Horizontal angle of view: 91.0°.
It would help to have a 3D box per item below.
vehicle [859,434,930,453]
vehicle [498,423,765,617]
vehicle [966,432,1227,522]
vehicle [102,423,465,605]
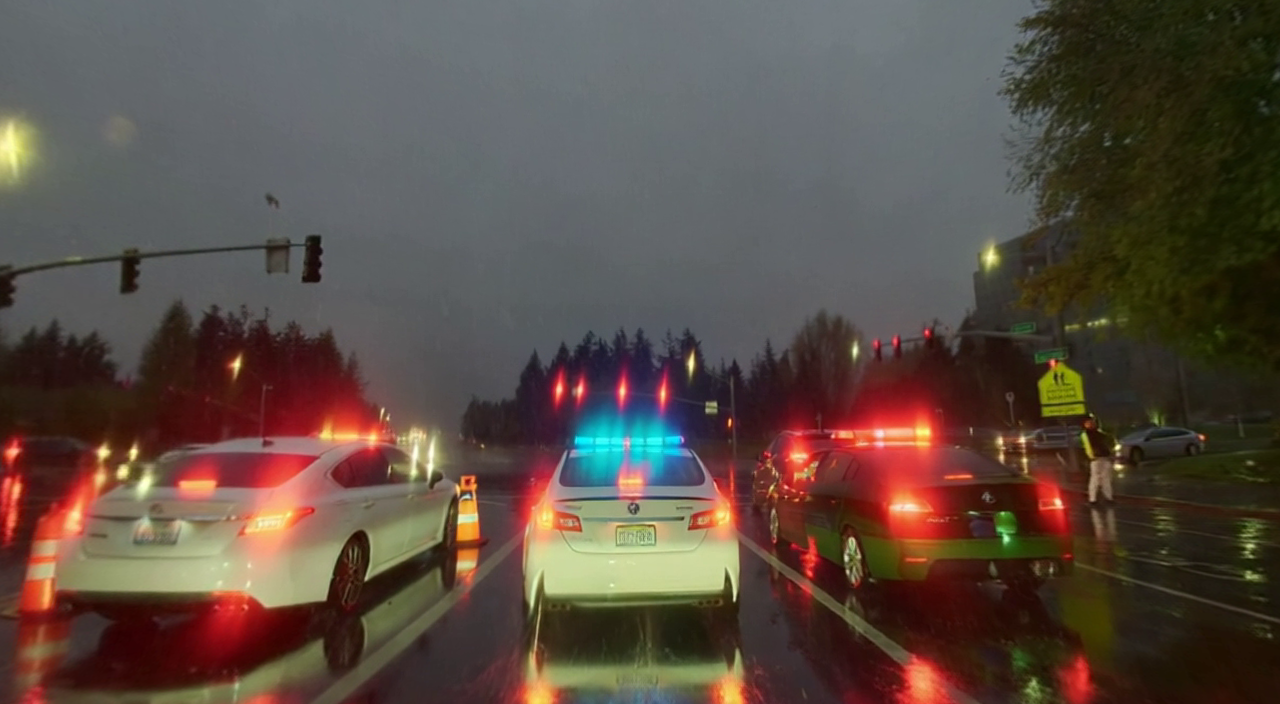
[{"bbox_3d":[20.131,7.264,49.917,4.827,1.484,1.883,0,-9,0],"label":"vehicle"},{"bbox_3d":[-0.109,1.626,7.110,2.061,1.486,4.332,0,-8,-1],"label":"vehicle"},{"bbox_3d":[9.371,2.579,13.602,1.957,1.576,4.670,0,-9,-3],"label":"vehicle"},{"bbox_3d":[-3.598,1.678,7.407,1.863,1.526,4.006,0,-9,1],"label":"vehicle"}]
